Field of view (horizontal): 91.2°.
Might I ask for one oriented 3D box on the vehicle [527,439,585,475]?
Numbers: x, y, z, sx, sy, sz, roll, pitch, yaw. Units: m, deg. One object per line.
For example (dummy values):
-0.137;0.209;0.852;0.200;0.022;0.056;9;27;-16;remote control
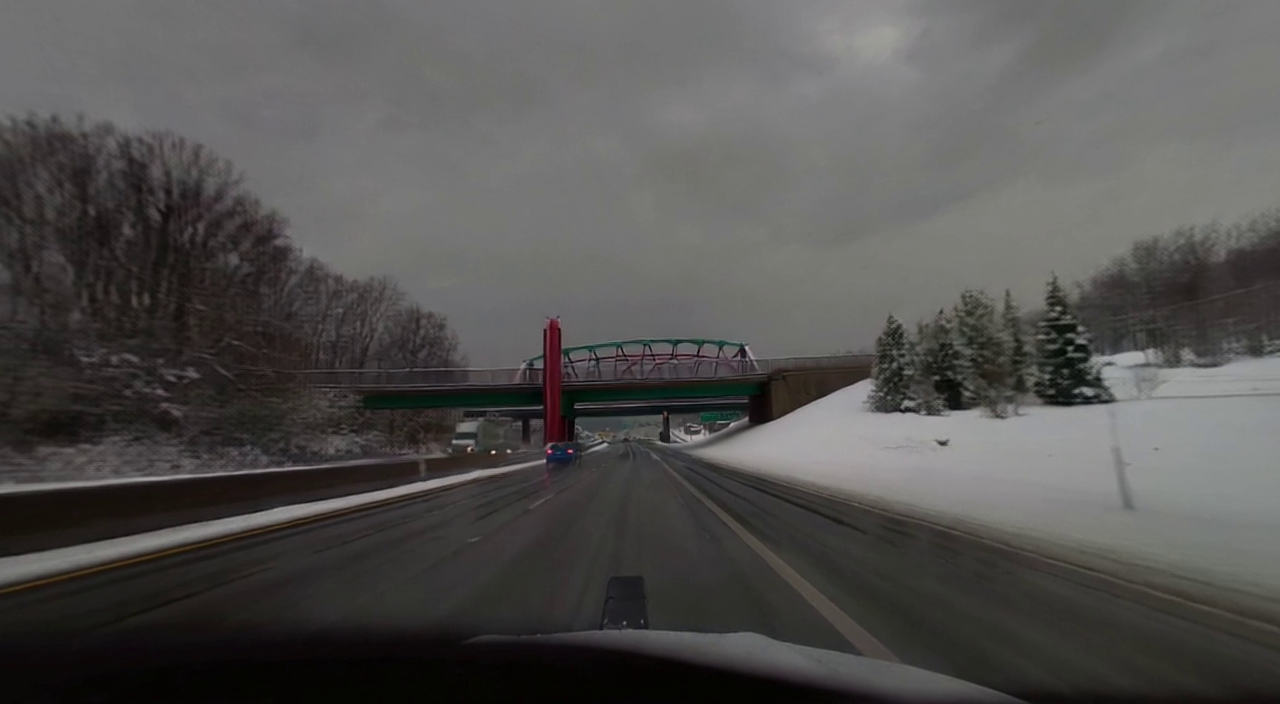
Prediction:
-3.869;4.913;29.633;2.052;1.556;4.405;0;-8;1;vehicle
